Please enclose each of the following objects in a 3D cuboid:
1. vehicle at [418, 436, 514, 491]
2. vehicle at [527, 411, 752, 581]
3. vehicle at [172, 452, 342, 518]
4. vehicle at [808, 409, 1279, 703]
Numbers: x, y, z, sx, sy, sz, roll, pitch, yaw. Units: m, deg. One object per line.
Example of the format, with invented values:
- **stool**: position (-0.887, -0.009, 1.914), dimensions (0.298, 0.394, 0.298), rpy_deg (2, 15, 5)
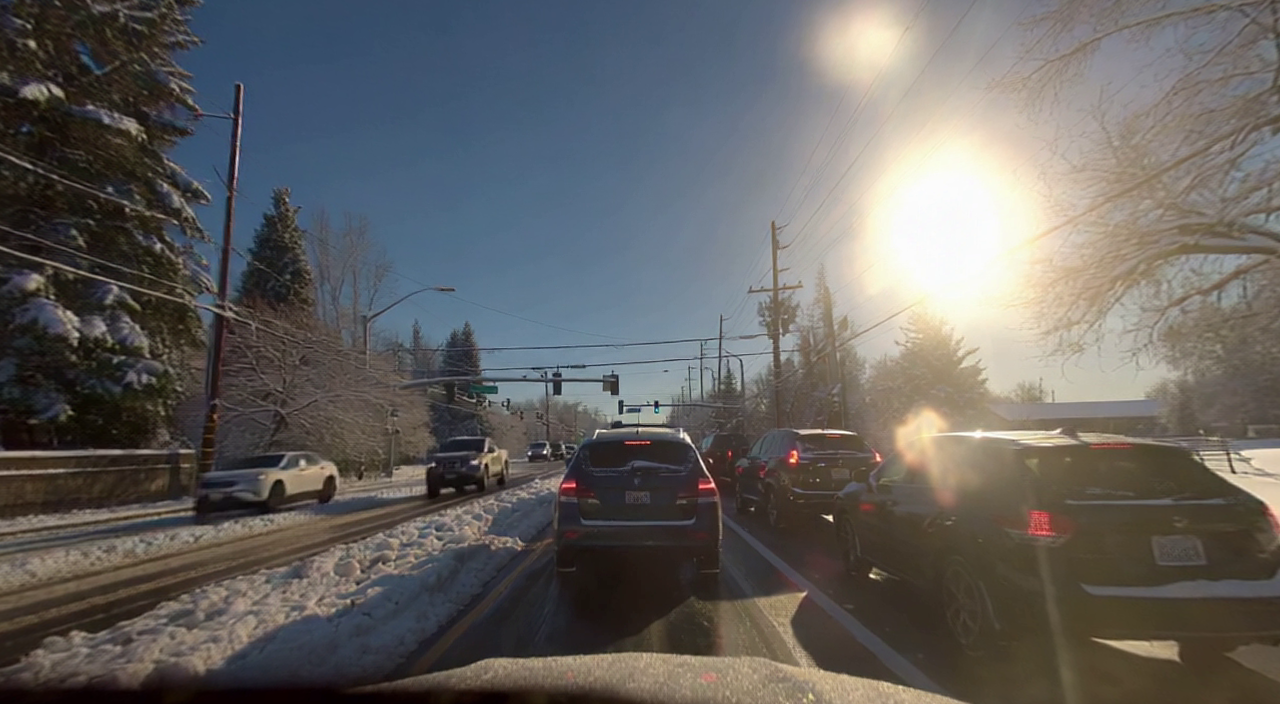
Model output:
- **vehicle**: position (-6.084, 3.951, 22.644), dimensions (2.068, 1.739, 4.572), rpy_deg (0, -8, 1)
- **vehicle**: position (0.007, 1.722, 8.323), dimensions (2.200, 1.653, 4.127), rpy_deg (0, -8, 0)
- **vehicle**: position (-9.993, 3.459, 16.908), dimensions (1.921, 1.471, 4.137), rpy_deg (0, -8, 1)
- **vehicle**: position (2.885, 1.316, 4.980), dimensions (1.950, 1.487, 4.275), rpy_deg (0, -8, 0)
